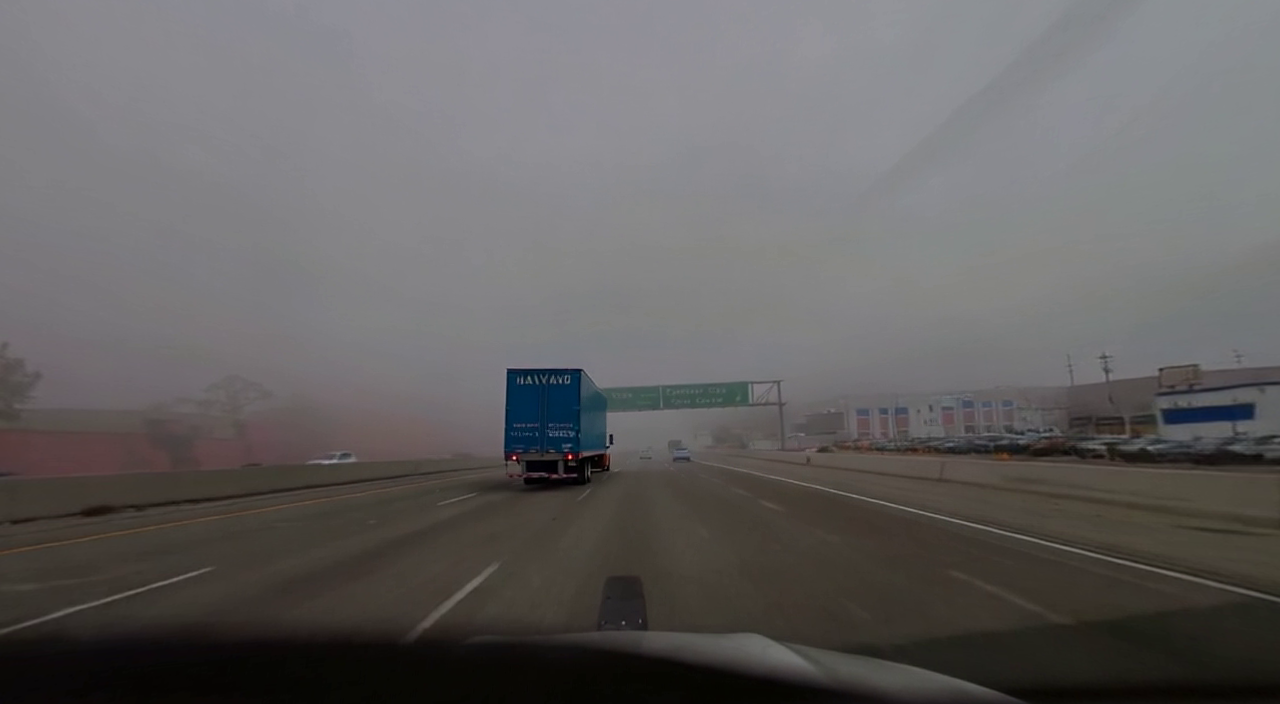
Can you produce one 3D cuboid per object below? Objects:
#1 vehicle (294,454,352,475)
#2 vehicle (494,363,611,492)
[{"bbox_3d":[-24.826,8.801,49.535,2.111,1.503,4.460,-1,-9,2],"label":"vehicle"},{"bbox_3d":[-2.997,2.976,24.508,2.977,4.048,8.890,-1,-8,2],"label":"vehicle"}]
